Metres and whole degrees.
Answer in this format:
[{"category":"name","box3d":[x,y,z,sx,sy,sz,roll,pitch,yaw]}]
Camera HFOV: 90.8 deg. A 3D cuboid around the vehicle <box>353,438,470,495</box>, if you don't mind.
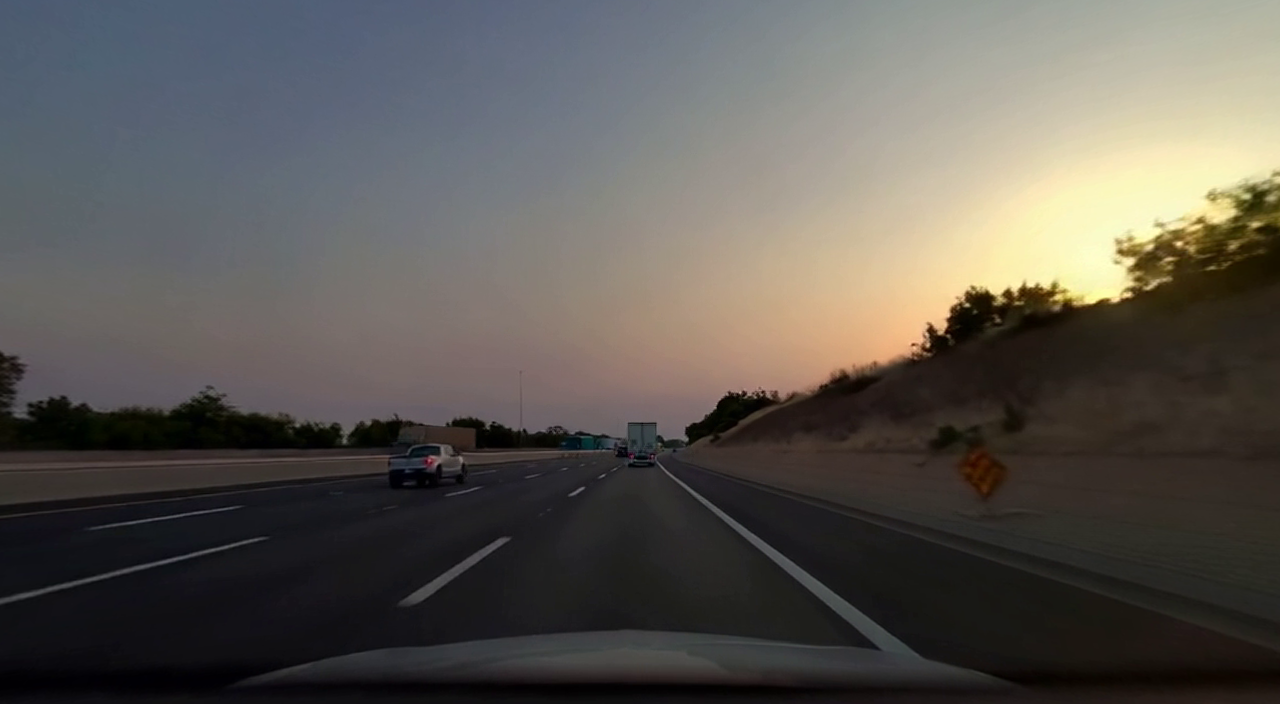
[{"category":"vehicle","box3d":[-7.420,3.770,21.124,2.067,1.676,4.789,0,-9,1]}]
